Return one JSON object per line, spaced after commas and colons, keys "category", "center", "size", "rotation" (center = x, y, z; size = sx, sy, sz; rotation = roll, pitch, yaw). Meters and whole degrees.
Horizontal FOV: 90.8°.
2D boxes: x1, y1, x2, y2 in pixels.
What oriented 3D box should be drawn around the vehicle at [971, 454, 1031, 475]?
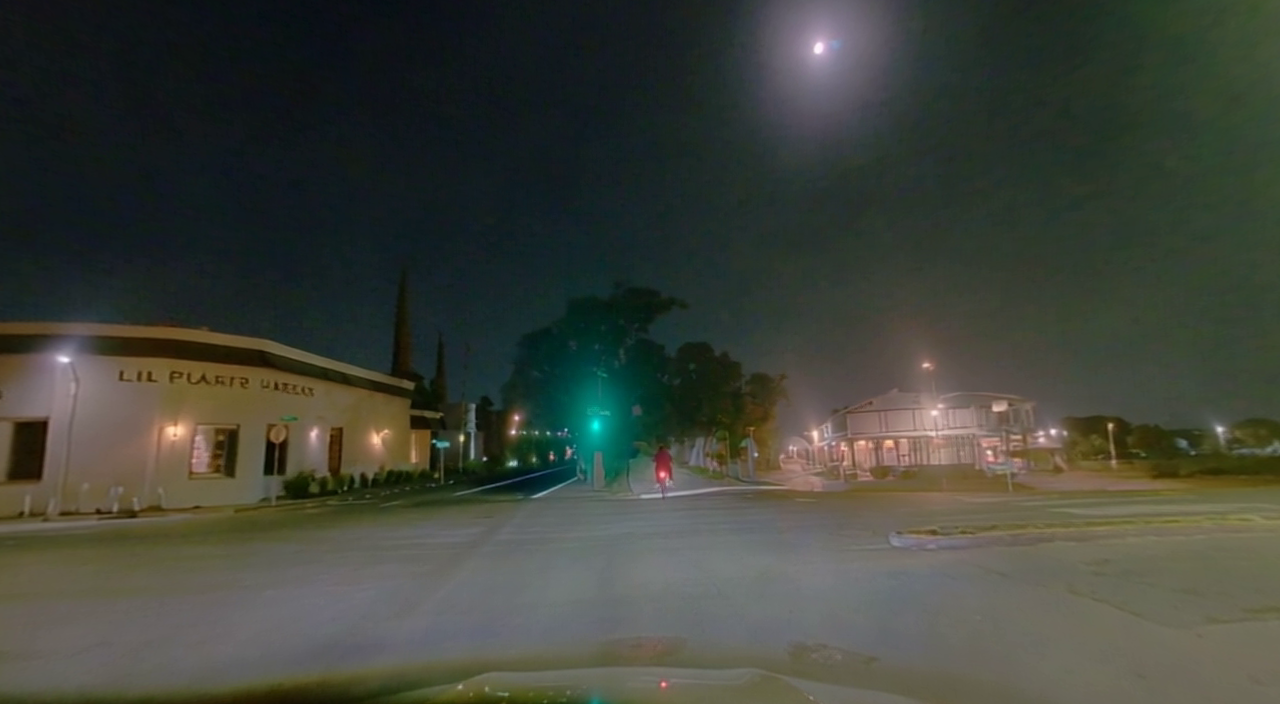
{"category": "vehicle", "center": [27.719, 8.616, 48.544], "size": [3.794, 1.403, 1.636], "rotation": [0, -9, -15]}
